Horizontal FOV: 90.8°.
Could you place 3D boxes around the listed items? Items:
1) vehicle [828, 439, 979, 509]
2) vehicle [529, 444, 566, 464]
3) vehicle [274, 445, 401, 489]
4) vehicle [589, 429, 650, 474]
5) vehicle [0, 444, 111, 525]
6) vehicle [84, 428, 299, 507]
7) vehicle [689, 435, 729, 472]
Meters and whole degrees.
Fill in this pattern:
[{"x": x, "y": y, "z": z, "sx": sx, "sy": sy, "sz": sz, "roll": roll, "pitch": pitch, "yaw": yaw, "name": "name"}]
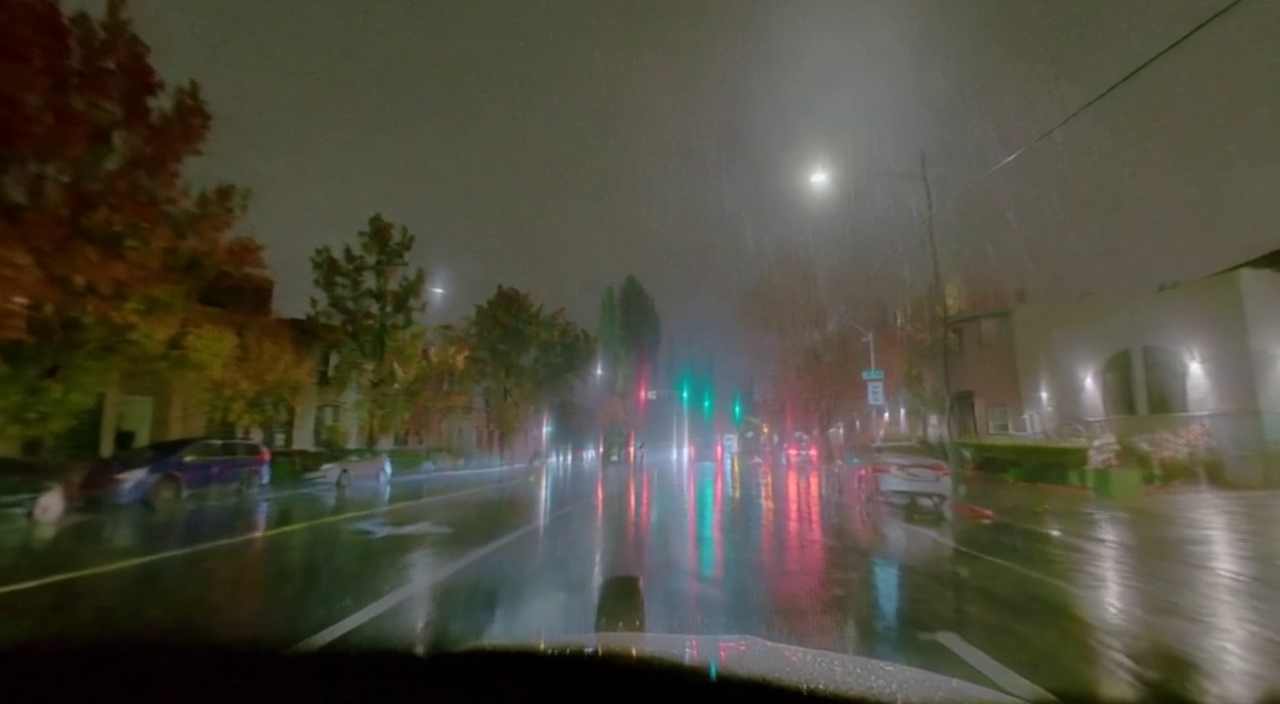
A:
[{"x": 6.454, "y": 3.000, "z": 16.215, "sx": 2.104, "sy": 1.489, "sz": 4.962, "roll": -1, "pitch": -8, "yaw": 5, "name": "vehicle"}, {"x": -7.060, "y": 7.856, "z": 48.649, "sx": 1.876, "sy": 1.492, "sz": 3.790, "roll": -2, "pitch": -9, "yaw": 8, "name": "vehicle"}, {"x": -11.040, "y": 4.194, "z": 23.522, "sx": 1.782, "sy": 1.472, "sz": 4.744, "roll": -1, "pitch": -8, "yaw": 9, "name": "vehicle"}, {"x": -0.807, "y": 4.392, "z": 28.012, "sx": 1.877, "sy": 1.827, "sz": 4.298, "roll": -1, "pitch": -8, "yaw": 9, "name": "vehicle"}, {"x": -12.734, "y": 2.446, "z": 11.648, "sx": 1.809, "sy": 1.469, "sz": 4.485, "roll": -1, "pitch": -8, "yaw": 5, "name": "vehicle"}, {"x": -12.020, "y": 3.114, "z": 17.500, "sx": 2.115, "sy": 1.853, "sz": 4.745, "roll": -1, "pitch": -8, "yaw": 6, "name": "vehicle"}, {"x": 3.515, "y": 5.060, "z": 31.637, "sx": 1.852, "sy": 1.680, "sz": 4.488, "roll": -1, "pitch": -8, "yaw": 8, "name": "vehicle"}]
